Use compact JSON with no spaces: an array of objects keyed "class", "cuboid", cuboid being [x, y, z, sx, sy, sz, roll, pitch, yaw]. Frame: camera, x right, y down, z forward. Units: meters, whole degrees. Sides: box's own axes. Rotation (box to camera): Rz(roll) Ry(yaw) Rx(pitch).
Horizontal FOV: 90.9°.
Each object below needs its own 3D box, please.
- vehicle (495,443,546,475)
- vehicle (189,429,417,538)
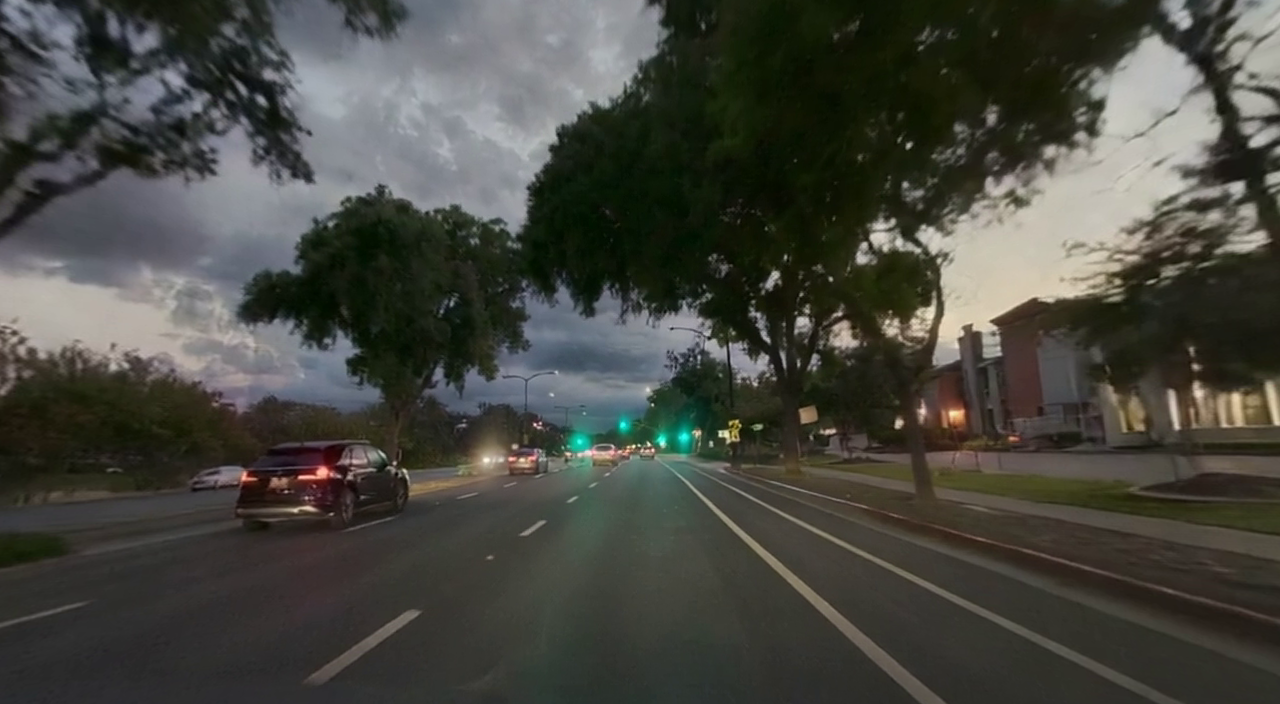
[{"class":"vehicle","cuboid":[-6.689,6.035,35.753,1.985,1.708,4.310,0,-9,0]},{"class":"vehicle","cuboid":[-6.310,2.491,12.571,2.123,1.761,4.322,0,-9,0]}]
